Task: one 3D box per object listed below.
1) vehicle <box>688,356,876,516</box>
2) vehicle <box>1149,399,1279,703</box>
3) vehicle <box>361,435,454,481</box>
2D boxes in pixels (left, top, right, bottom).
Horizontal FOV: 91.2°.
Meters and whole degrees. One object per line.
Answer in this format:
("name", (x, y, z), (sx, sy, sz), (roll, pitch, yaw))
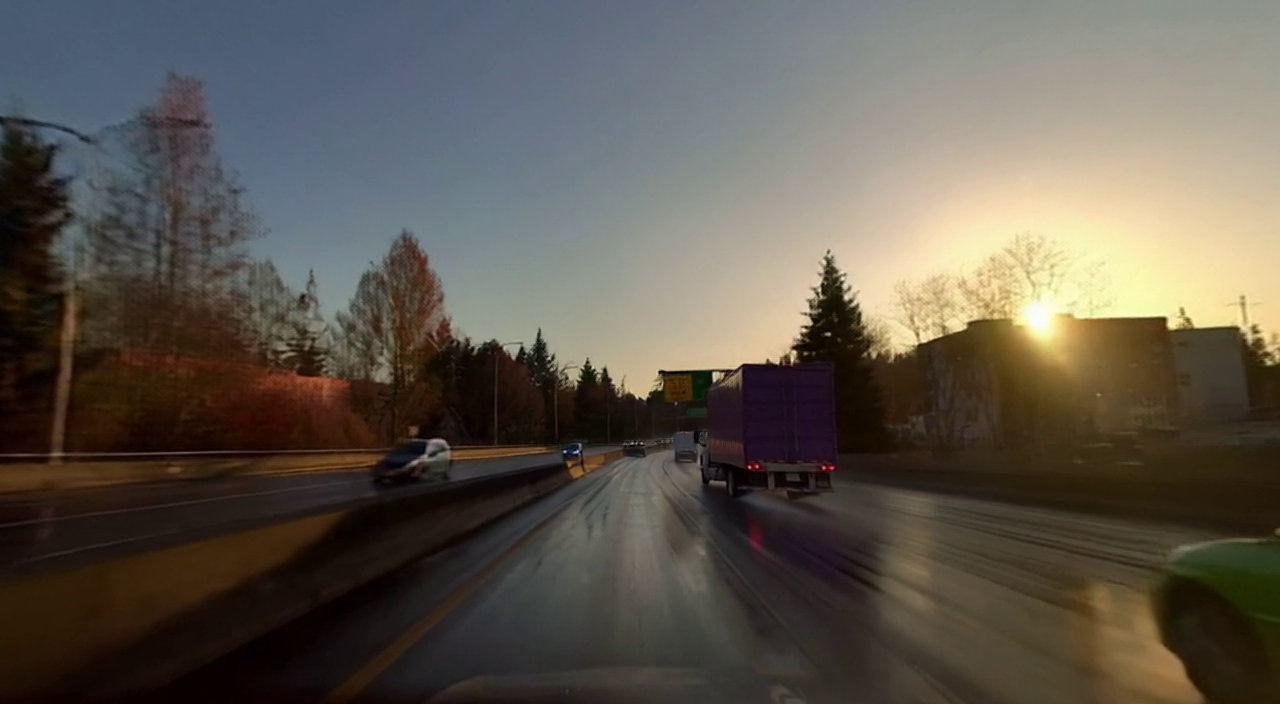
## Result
("vehicle", (3.704, 2.945, 21.245), (2.916, 3.563, 14.462), (0, -9, 0))
("vehicle", (3.632, 0.775, 1.225), (1.971, 1.558, 3.834), (0, -9, -1))
("vehicle", (-9.137, 4.204, 25.055), (1.955, 1.683, 4.168), (0, -9, 2))
